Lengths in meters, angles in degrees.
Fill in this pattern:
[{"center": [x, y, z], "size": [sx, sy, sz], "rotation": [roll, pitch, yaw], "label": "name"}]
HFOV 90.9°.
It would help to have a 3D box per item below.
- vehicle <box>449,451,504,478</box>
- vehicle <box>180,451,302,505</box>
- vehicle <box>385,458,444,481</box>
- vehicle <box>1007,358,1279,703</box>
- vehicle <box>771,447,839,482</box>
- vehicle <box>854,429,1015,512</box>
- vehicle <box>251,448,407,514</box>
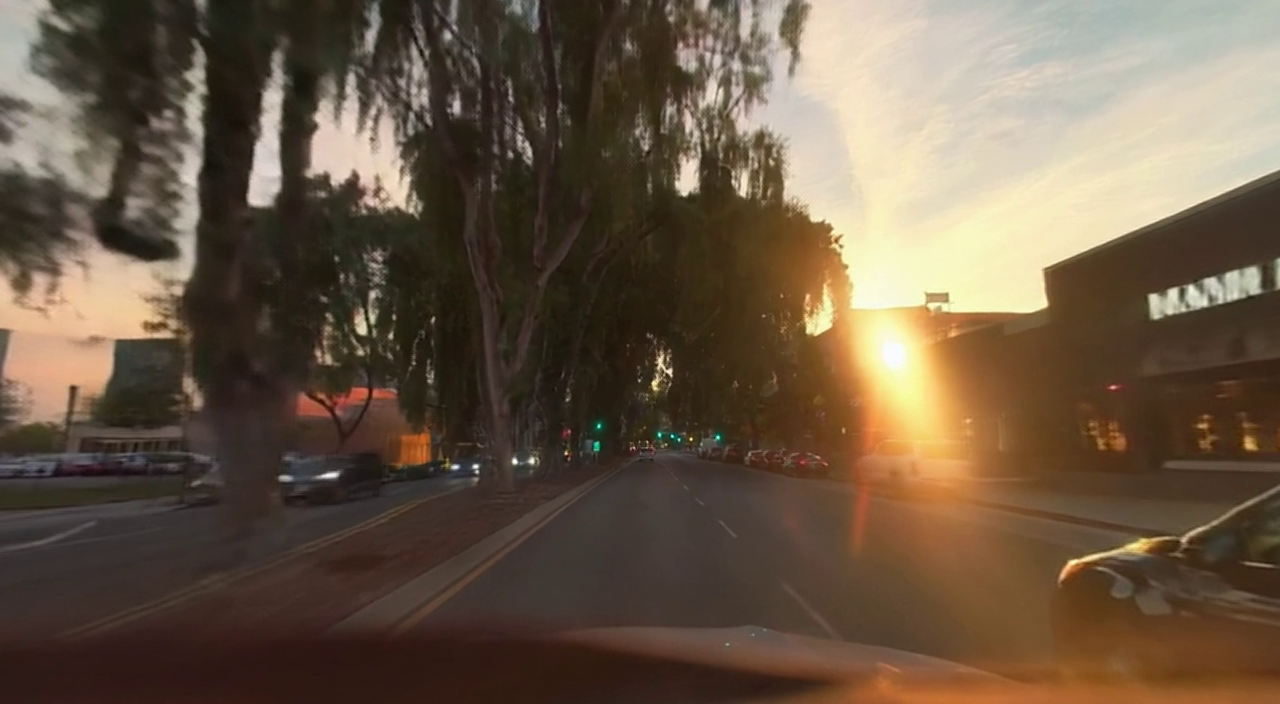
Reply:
[{"center": [-9.740, 6.720, 37.864], "size": [1.890, 1.482, 4.411], "rotation": [-1, -8, 4], "label": "vehicle"}, {"center": [-15.934, 5.015, 25.530], "size": [1.972, 1.898, 4.556], "rotation": [0, -8, 0], "label": "vehicle"}, {"center": [-16.598, 8.614, 46.429], "size": [3.665, 1.559, 1.782], "rotation": [7, -11, -39], "label": "vehicle"}, {"center": [2.782, 0.652, 0.977], "size": [1.989, 1.498, 4.050], "rotation": [0, -8, 1], "label": "vehicle"}, {"center": [7.516, 5.153, 29.190], "size": [1.874, 1.438, 4.466], "rotation": [0, -8, -1], "label": "vehicle"}, {"center": [7.421, 3.013, 16.529], "size": [2.050, 1.838, 4.535], "rotation": [0, -8, 1], "label": "vehicle"}, {"center": [-8.349, 3.465, 17.505], "size": [1.904, 1.537, 4.618], "rotation": [0, -8, 1], "label": "vehicle"}]
